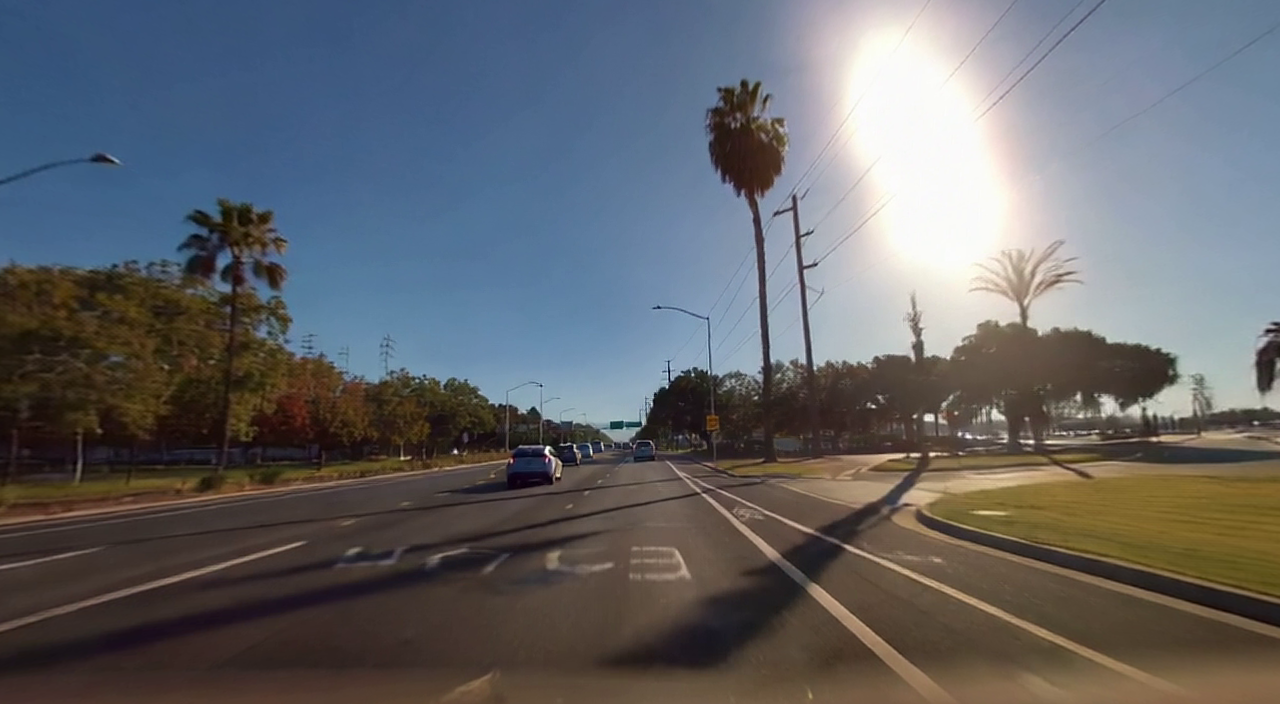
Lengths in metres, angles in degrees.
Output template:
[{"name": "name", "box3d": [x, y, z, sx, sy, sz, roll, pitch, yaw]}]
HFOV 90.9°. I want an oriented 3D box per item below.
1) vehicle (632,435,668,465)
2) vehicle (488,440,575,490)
[{"name": "vehicle", "box3d": [0.594, 6.249, 40.107, 2.155, 1.781, 3.977, 0, -9, 0]}, {"name": "vehicle", "box3d": [-3.402, 3.627, 20.558, 1.982, 1.451, 4.152, 0, -9, 2]}]
